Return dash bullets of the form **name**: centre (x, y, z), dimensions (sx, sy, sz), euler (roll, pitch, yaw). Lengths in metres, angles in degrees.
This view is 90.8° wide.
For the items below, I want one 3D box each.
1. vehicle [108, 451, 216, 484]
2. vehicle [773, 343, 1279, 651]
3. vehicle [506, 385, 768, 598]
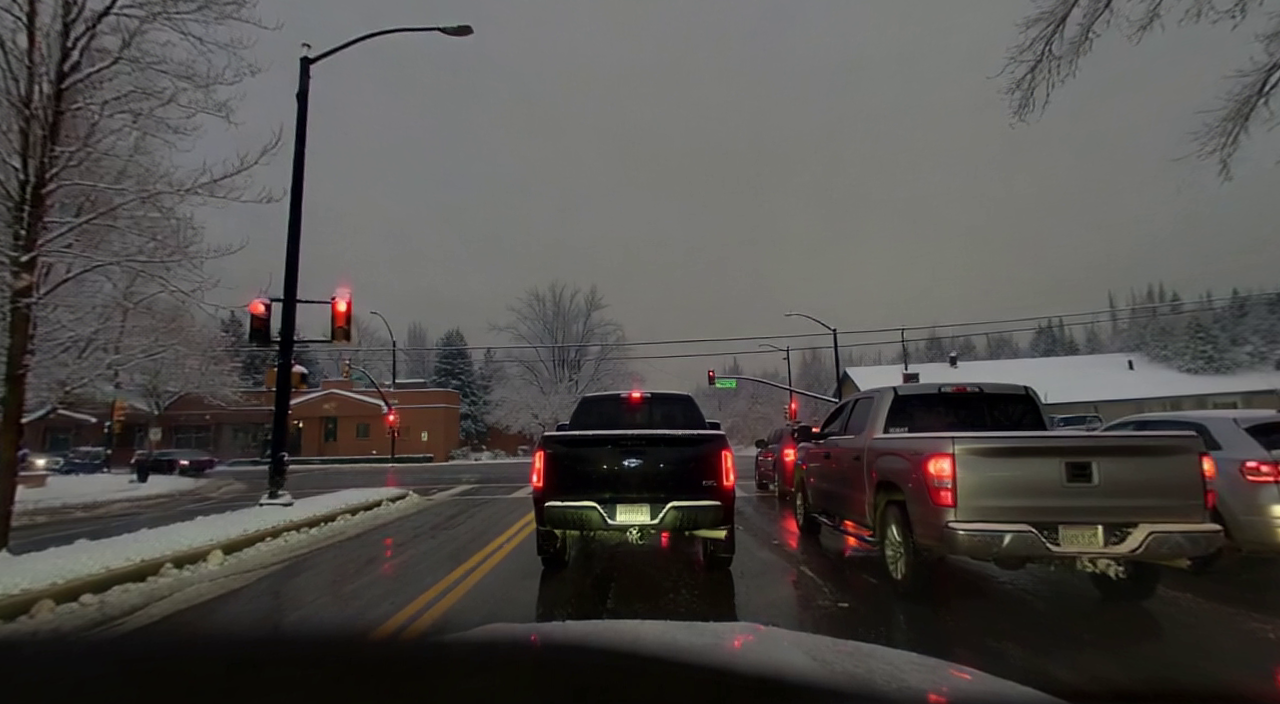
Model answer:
- **vehicle**: centre (-26.355, 6.332, 35.028), dimensions (4.437, 1.669, 1.936), euler (5, -10, -30)
- **vehicle**: centre (3.327, 1.331, 6.922), dimensions (2.412, 1.953, 5.682), euler (0, -9, -1)
- **vehicle**: centre (-0.050, 1.568, 8.002), dimensions (2.240, 1.821, 5.001), euler (0, -9, -1)
